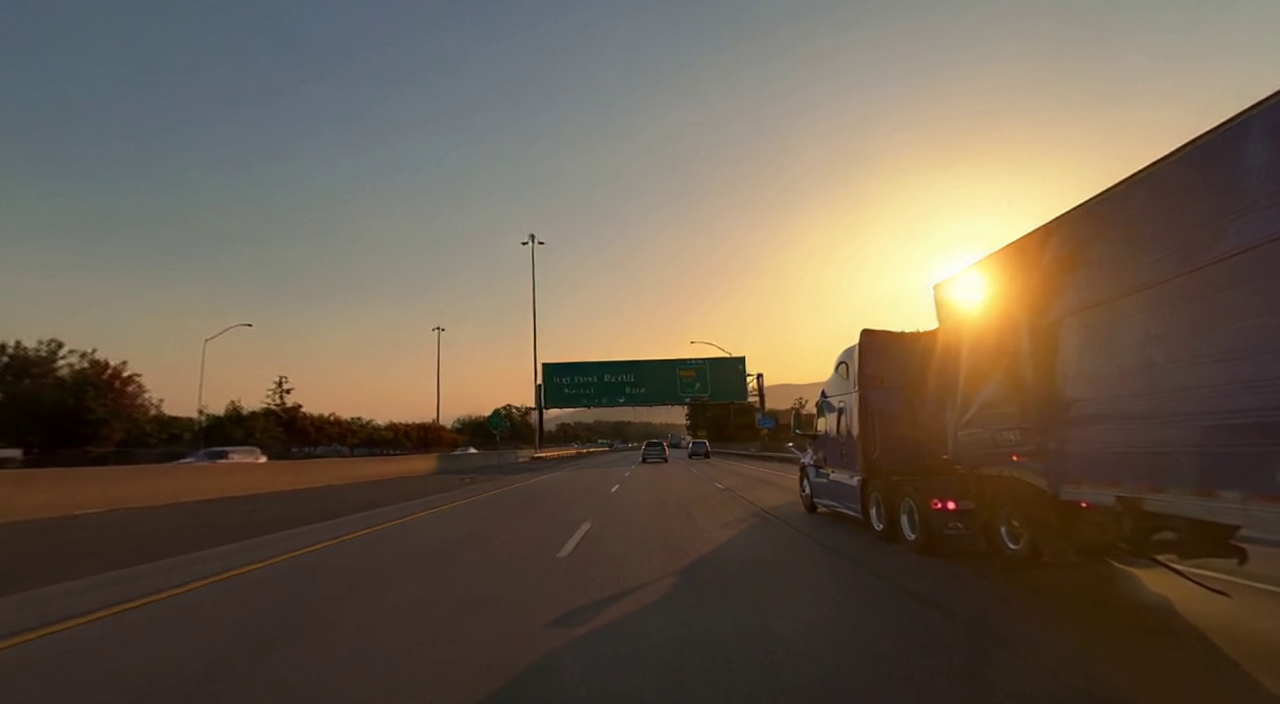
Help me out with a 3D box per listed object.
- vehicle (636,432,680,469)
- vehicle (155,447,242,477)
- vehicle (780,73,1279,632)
[{"bbox_3d":[0.946,5.335,34.400,2.205,1.860,4.301,0,-8,1],"label":"vehicle"},{"bbox_3d":[-24.708,6.148,35.461,1.780,1.583,3.815,-1,-9,7],"label":"vehicle"},{"bbox_3d":[4.400,0.515,8.730,3.030,3.985,8.655,-1,-8,1],"label":"vehicle"}]
